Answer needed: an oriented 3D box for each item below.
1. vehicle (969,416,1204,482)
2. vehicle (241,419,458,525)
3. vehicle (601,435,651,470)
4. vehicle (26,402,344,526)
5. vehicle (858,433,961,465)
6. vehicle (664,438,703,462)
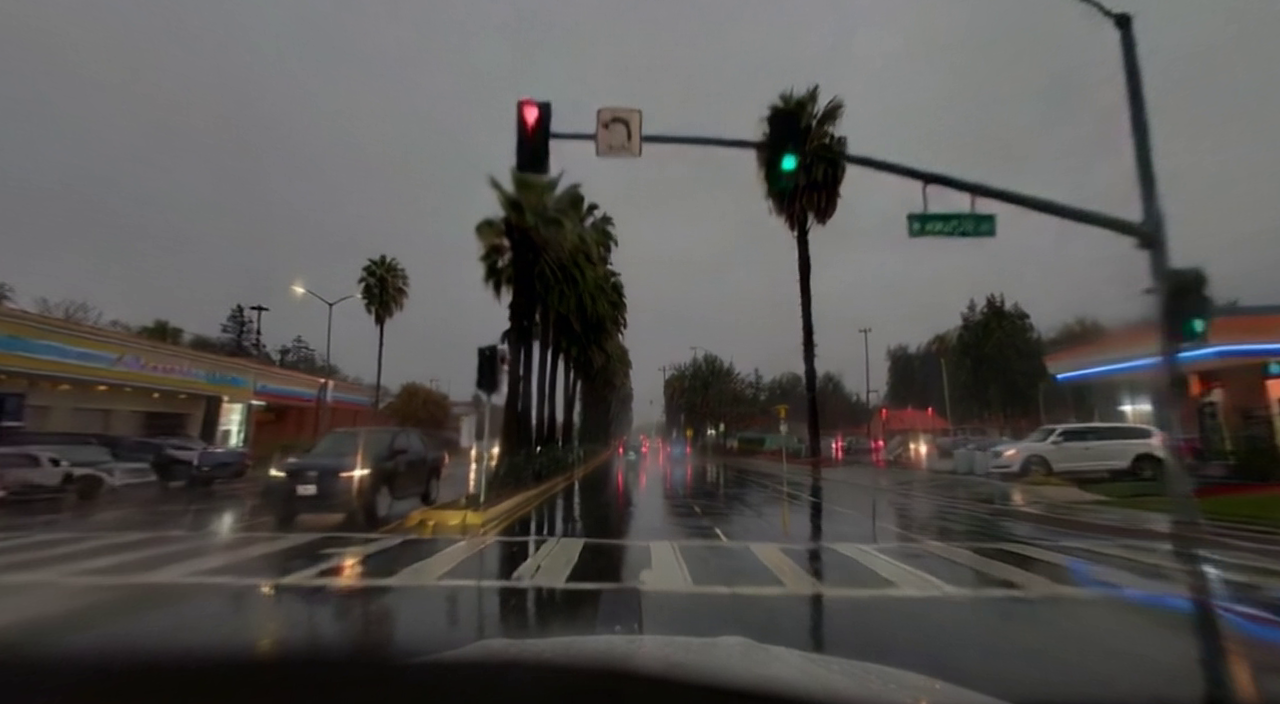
[{"bbox_3d":[13.675,3.004,19.665,5.718,1.911,2.088,0,-8,-2],"label":"vehicle"},{"bbox_3d":[-5.187,2.186,12.136,2.060,1.643,4.359,0,-8,0],"label":"vehicle"},{"bbox_3d":[-0.665,4.662,29.655,2.160,1.508,4.319,0,-8,-1],"label":"vehicle"},{"bbox_3d":[-8.768,2.236,13.260,2.306,2.012,5.852,0,-8,0],"label":"vehicle"},{"bbox_3d":[13.589,4.907,32.109,4.360,1.523,1.900,0,-8,-1],"label":"vehicle"},{"bbox_3d":[2.714,6.213,40.245,2.060,1.471,4.168,0,-8,-2],"label":"vehicle"}]
